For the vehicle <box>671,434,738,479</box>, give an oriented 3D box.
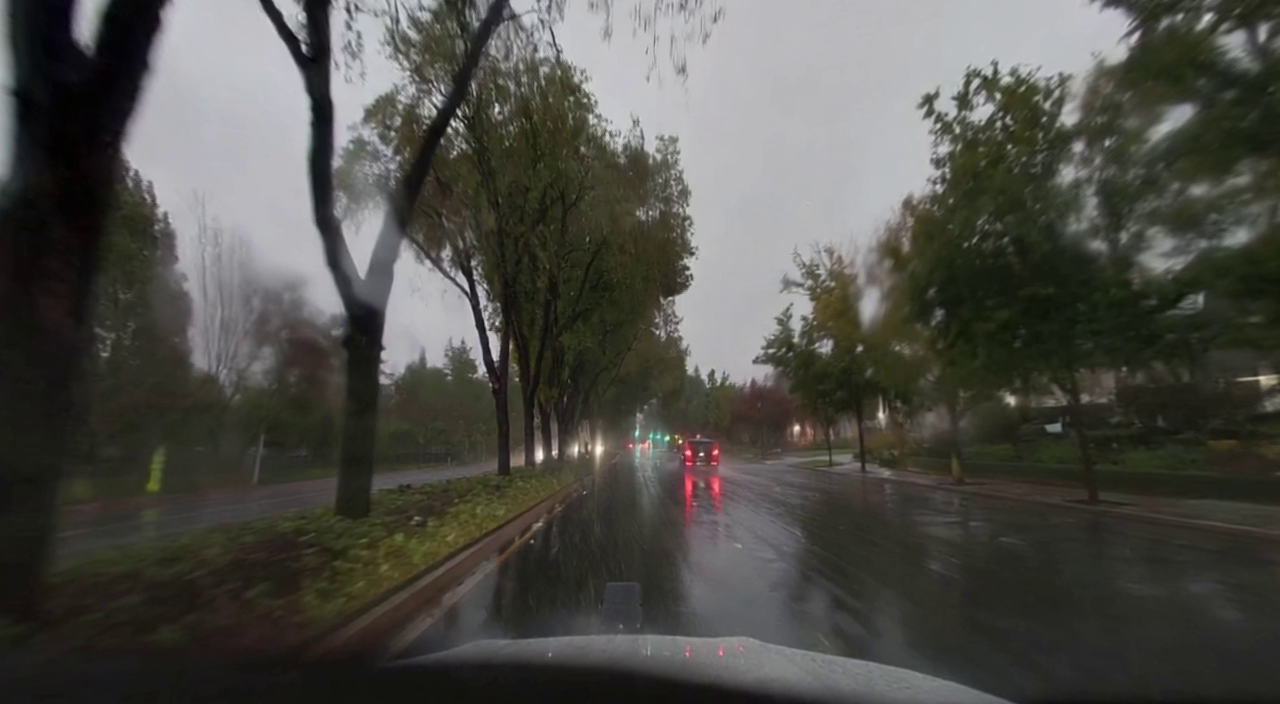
[{"bbox_3d":[2.636,4.408,26.949,2.240,1.740,4.605,0,-8,-2],"label":"vehicle"}]
